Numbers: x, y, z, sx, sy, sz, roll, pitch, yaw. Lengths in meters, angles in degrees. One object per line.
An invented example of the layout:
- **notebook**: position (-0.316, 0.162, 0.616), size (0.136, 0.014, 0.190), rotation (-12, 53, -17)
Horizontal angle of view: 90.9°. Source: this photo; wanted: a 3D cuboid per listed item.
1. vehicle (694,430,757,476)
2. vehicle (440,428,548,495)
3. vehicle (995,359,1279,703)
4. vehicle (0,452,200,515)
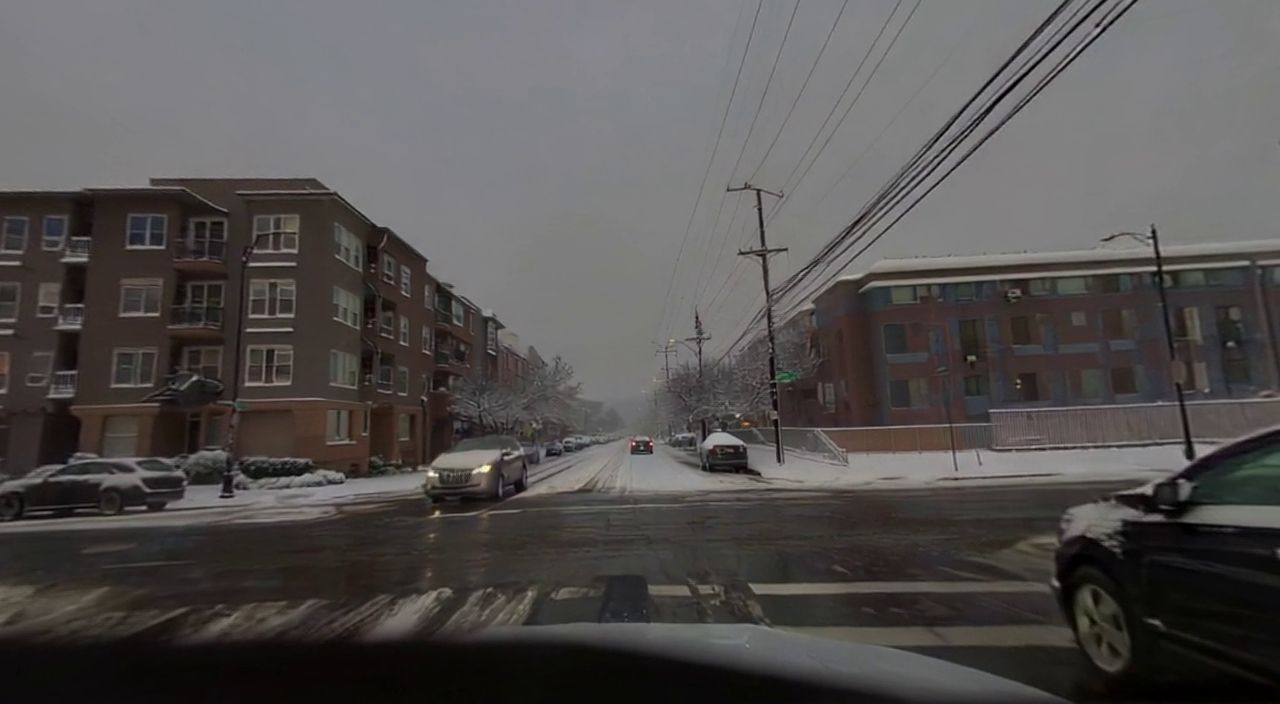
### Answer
- **vehicle**: position (3.695, 4.480, 28.096), size (2.164, 1.721, 4.416), rotation (-4, -9, 1)
- **vehicle**: position (-4.382, 3.386, 19.827), size (2.201, 1.801, 4.750), rotation (-1, -9, 0)
- **vehicle**: position (3.487, 0.849, 2.249), size (1.994, 1.697, 4.274), rotation (-1, -8, 1)
- **vehicle**: position (-17.293, 4.085, 19.827), size (5.354, 1.773, 1.991), rotation (0, -9, 0)
